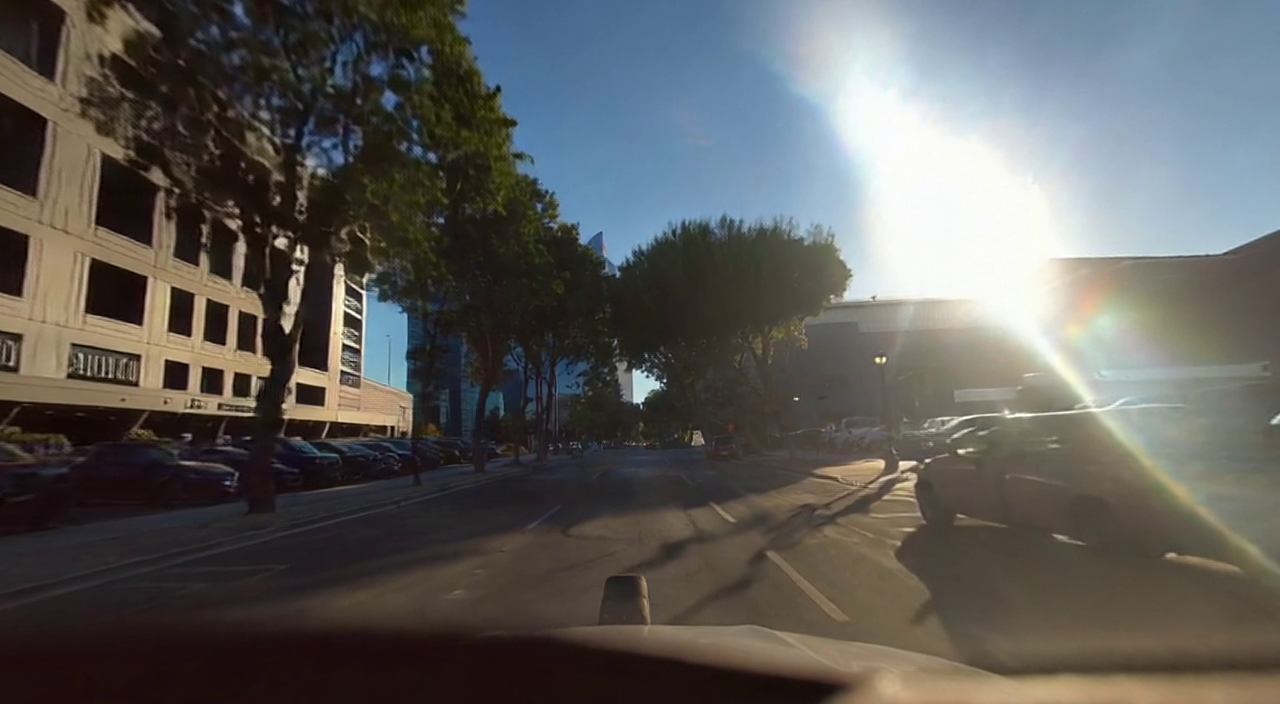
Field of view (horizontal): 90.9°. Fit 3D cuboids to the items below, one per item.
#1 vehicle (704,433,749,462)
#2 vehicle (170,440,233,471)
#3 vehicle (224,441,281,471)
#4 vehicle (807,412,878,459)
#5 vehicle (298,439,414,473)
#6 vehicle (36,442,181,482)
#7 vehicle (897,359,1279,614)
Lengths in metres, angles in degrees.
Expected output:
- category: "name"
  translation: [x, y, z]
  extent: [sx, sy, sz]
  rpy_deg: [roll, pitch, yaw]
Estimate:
- category: "vehicle"
  translation: [5.980, 6.705, 44.376]
  extent: [2.338, 1.942, 5.267]
  rpy_deg: [0, -8, -1]
- category: "vehicle"
  translation: [-27.483, 6.472, 39.708]
  extent: [2.026, 1.723, 4.322]
  rpy_deg: [3, -8, -19]
- category: "vehicle"
  translation: [-24.682, 6.611, 40.381]
  extent: [2.026, 1.723, 4.633]
  rpy_deg: [4, -8, -19]
- category: "vehicle"
  translation: [13.140, 5.530, 41.466]
  extent: [2.935, 2.889, 5.499]
  rpy_deg: [-1, -9, 2]
- category: "vehicle"
  translation: [-14.706, 5.417, 32.942]
  extent: [4.954, 1.614, 2.227]
  rpy_deg: [0, -9, -5]
- category: "vehicle"
  translation: [-24.654, 5.094, 29.493]
  extent: [2.032, 1.686, 4.652]
  rpy_deg: [-3, -9, 19]
- category: "vehicle"
  translation: [5.969, 1.545, 8.369]
  extent: [2.356, 2.076, 6.287]
  rpy_deg: [0, -8, -1]
